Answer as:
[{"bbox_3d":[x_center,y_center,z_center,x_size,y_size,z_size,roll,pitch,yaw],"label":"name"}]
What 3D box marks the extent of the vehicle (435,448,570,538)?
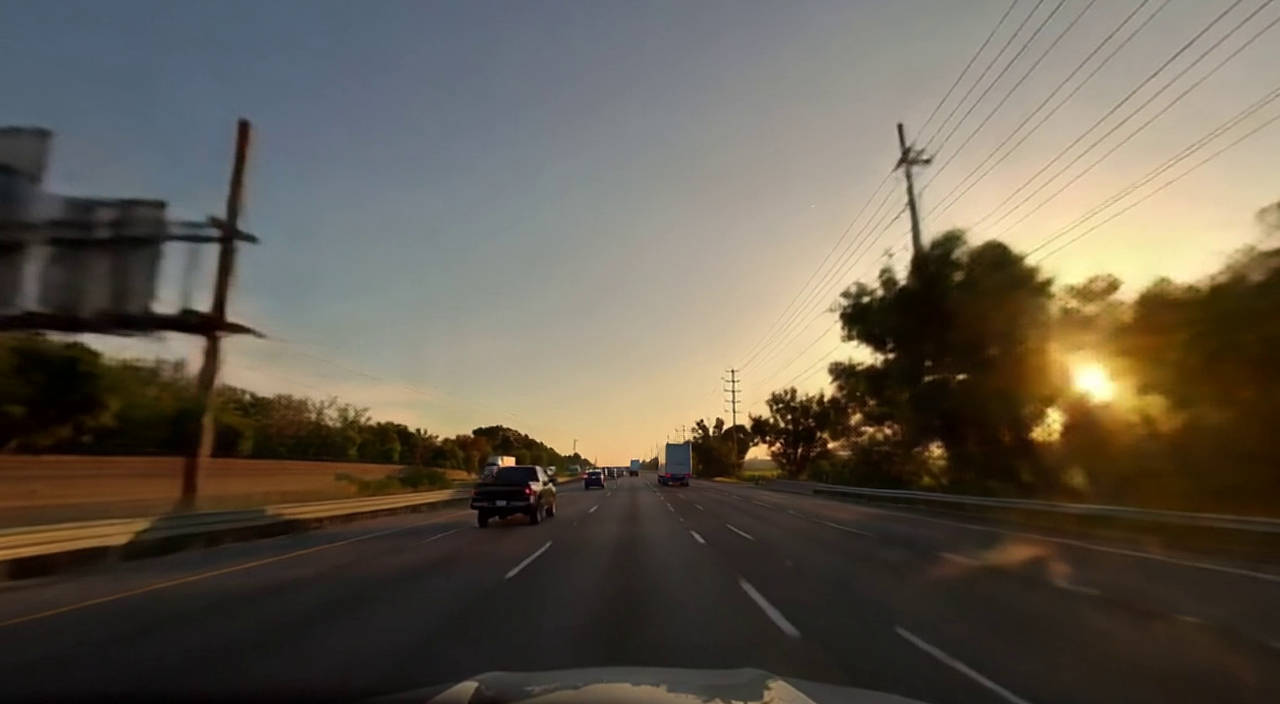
[{"bbox_3d":[-2.941,3.180,14.616,2.065,1.722,4.441,1,-11,1],"label":"vehicle"}]
